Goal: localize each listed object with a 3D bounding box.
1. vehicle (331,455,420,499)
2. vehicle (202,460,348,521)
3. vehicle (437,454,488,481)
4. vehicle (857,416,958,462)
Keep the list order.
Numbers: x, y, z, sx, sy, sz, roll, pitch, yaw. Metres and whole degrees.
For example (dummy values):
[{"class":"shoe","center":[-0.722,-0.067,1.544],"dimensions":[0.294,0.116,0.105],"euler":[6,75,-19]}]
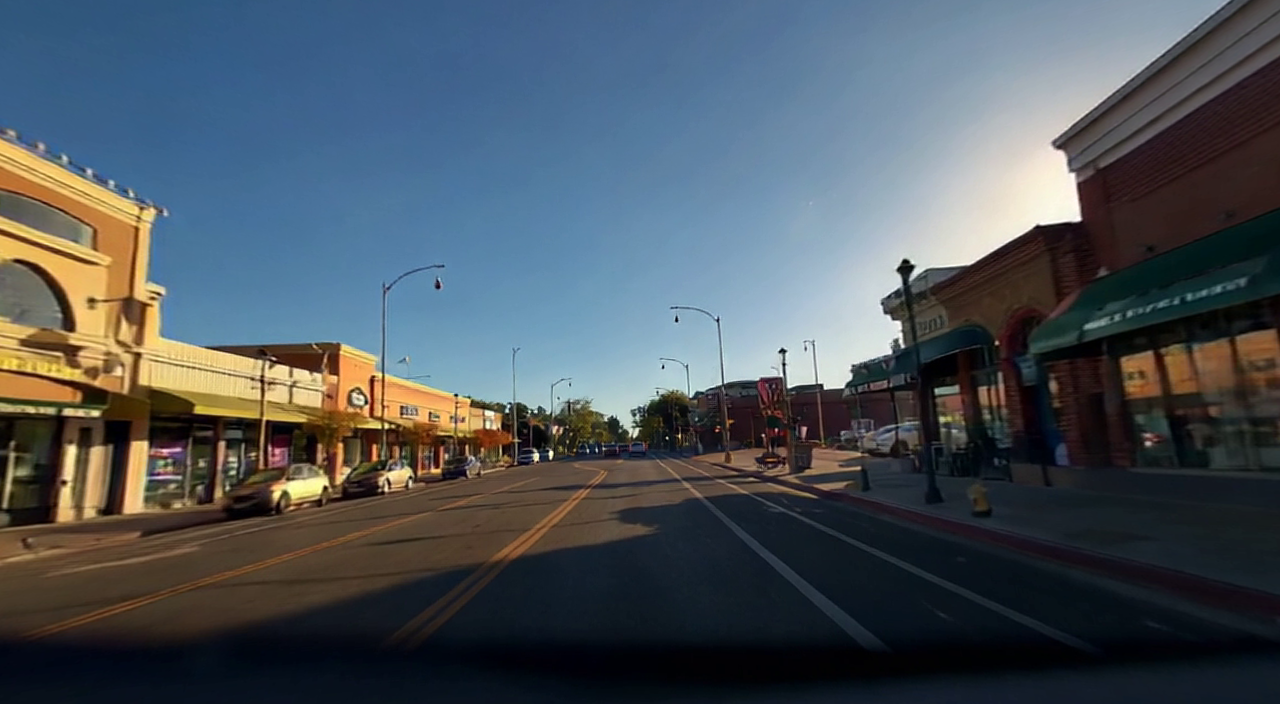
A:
[{"class":"vehicle","center":[-10.820,5.123,26.199],"dimensions":[1.837,1.586,4.155],"euler":[0,-8,0]},{"class":"vehicle","center":[-10.765,4.073,19.077],"dimensions":[1.784,1.502,4.344],"euler":[0,-8,0]},{"class":"vehicle","center":[-10.866,7.068,39.023],"dimensions":[1.828,1.470,4.523],"euler":[0,-8,0]},{"class":"vehicle","center":[12.665,4.230,30.408],"dimensions":[2.532,1.997,5.001],"euler":[0,-9,-2]}]
